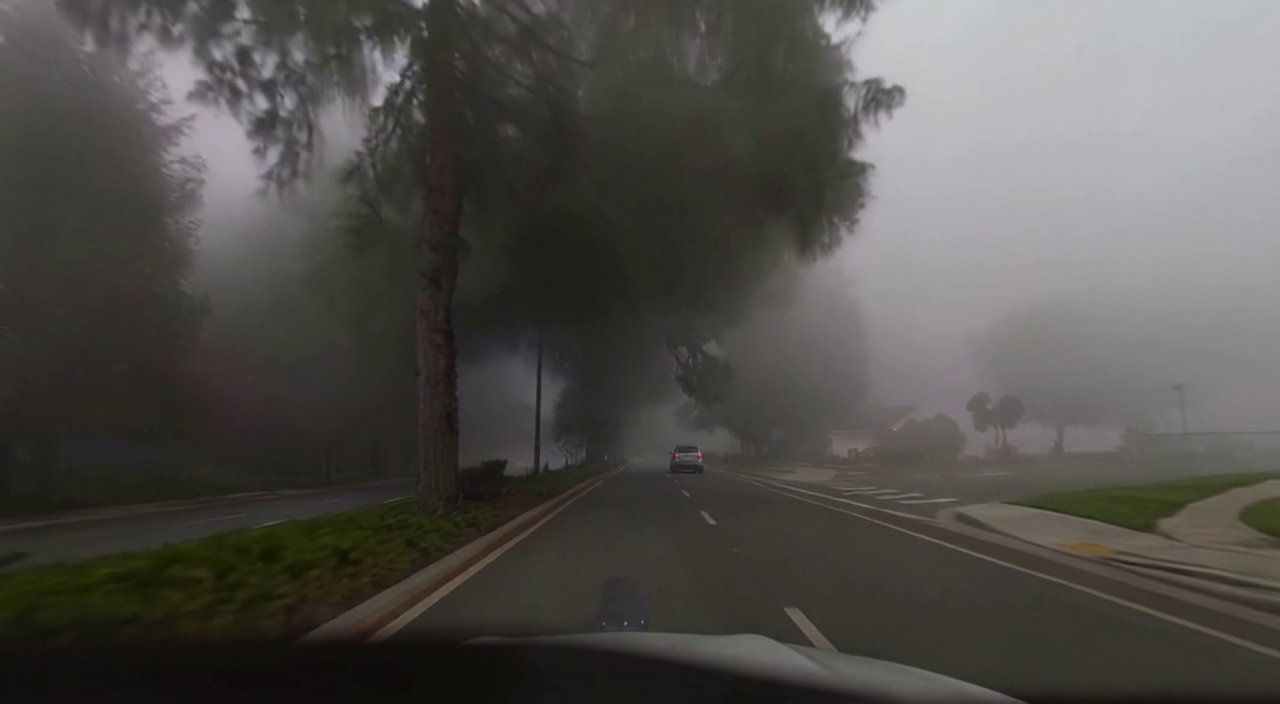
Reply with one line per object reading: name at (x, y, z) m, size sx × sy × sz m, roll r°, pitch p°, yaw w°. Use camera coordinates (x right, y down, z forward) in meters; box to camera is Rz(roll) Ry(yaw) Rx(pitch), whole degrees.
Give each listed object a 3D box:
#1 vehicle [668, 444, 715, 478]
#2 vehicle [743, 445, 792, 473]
vehicle at (2.820, 6.067, 35.528) m, size 2.180 × 1.773 × 4.639 m, roll 0°, pitch -8°, yaw 0°
vehicle at (9.100, 7.523, 44.627) m, size 2.269 × 1.826 × 5.192 m, roll -3°, pitch -9°, yaw 23°
